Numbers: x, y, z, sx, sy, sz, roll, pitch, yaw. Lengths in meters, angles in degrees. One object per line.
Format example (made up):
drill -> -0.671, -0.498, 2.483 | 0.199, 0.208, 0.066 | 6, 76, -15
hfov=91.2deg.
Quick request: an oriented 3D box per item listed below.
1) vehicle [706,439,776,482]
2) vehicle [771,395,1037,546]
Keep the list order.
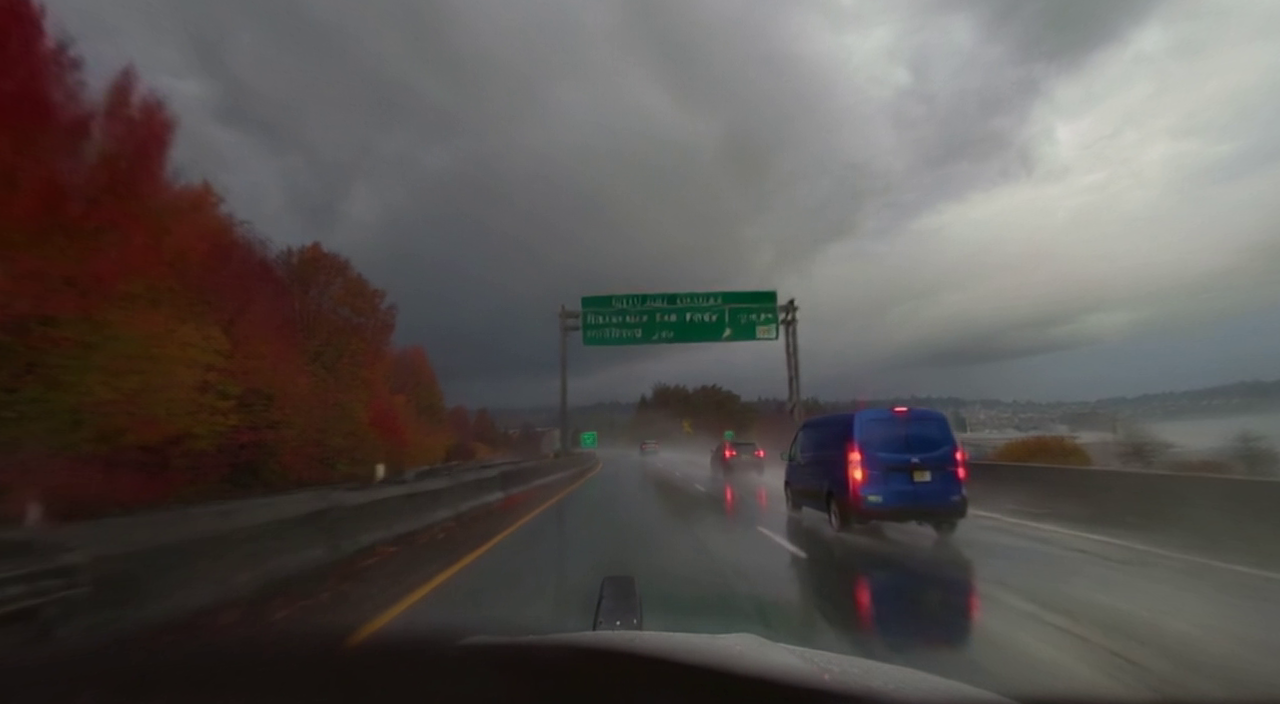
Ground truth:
vehicle -> 3.947, 4.310, 25.189 | 1.952, 1.536, 4.036 | 0, -9, -2
vehicle -> 3.957, 1.915, 10.679 | 2.205, 1.923, 4.956 | 0, -9, -2
